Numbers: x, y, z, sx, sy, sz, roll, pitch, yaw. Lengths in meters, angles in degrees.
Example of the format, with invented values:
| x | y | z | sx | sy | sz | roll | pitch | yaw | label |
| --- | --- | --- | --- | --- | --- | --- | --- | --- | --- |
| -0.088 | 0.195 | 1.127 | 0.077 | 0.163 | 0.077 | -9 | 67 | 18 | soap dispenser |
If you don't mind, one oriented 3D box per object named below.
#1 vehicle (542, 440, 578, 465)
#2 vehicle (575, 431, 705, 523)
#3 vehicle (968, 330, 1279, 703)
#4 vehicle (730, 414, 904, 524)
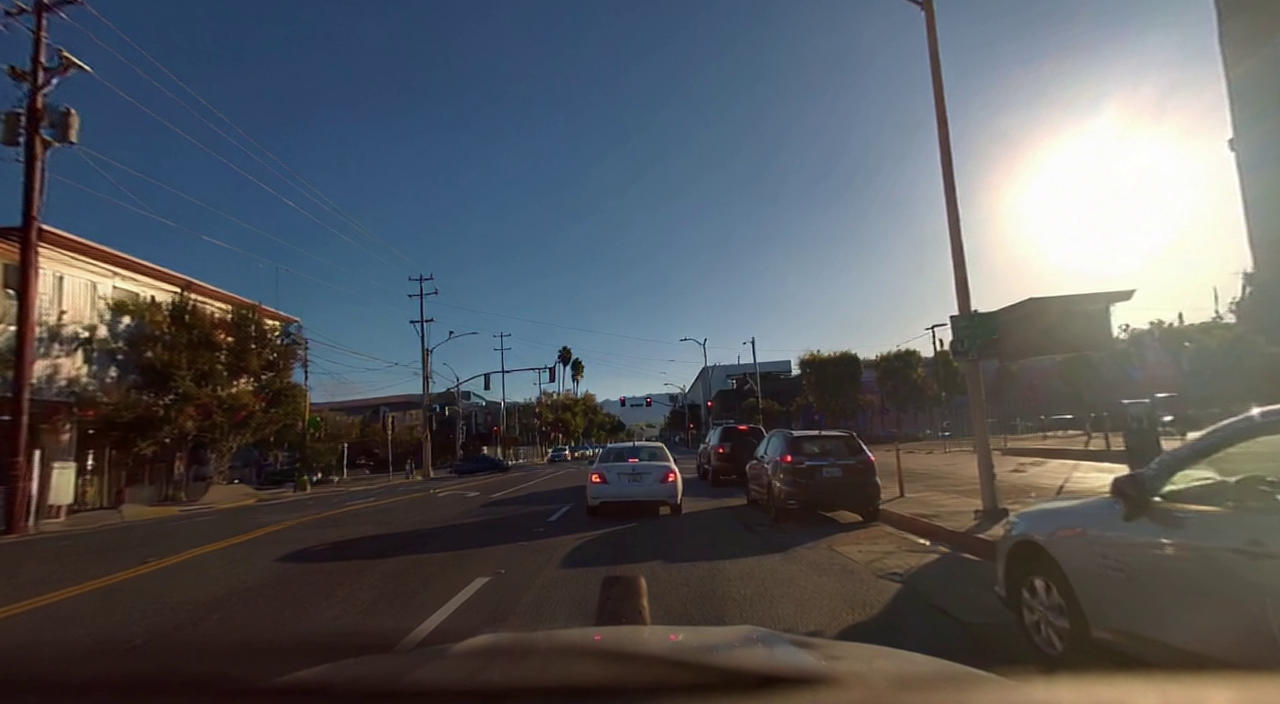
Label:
| x | y | z | sx | sy | sz | roll | pitch | yaw | label |
| --- | --- | --- | --- | --- | --- | --- | --- | --- | --- |
| -5.750 | 7.305 | 45.664 | 2.059 | 1.699 | 4.252 | 0 | -8 | 1 | vehicle |
| 0.034 | 2.428 | 12.771 | 2.153 | 1.505 | 4.452 | 0 | -8 | 1 | vehicle |
| 3.273 | 0.766 | 2.151 | 1.938 | 1.714 | 4.402 | 0 | -8 | 1 | vehicle |
| 3.246 | 2.268 | 12.669 | 2.060 | 1.783 | 4.579 | 0 | -8 | -1 | vehicle |
